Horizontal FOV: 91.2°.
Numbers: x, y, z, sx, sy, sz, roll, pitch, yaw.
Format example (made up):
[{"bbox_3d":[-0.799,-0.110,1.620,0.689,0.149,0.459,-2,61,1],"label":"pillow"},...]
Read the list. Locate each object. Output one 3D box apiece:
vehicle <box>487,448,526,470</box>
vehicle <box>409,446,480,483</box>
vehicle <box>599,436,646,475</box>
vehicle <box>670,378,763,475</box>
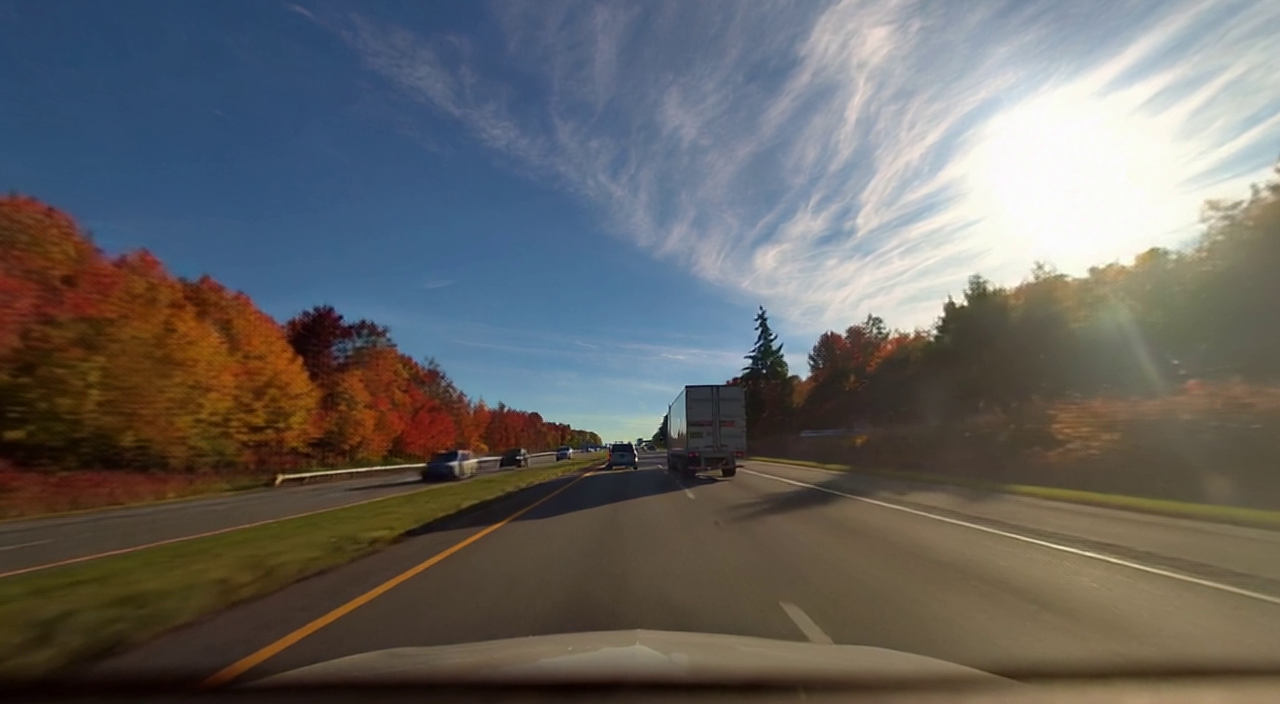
[{"bbox_3d":[-9.985,8.036,47.137,1.897,1.536,4.395,-1,-9,0],"label":"vehicle"},{"bbox_3d":[-9.062,5.247,29.479,1.998,1.566,4.092,-1,-9,1],"label":"vehicle"},{"bbox_3d":[-0.800,4.993,30.430,2.151,1.693,4.201,-1,-9,0],"label":"vehicle"},{"bbox_3d":[3.540,4.171,33.364,3.068,4.042,13.787,0,-9,-1],"label":"vehicle"}]
